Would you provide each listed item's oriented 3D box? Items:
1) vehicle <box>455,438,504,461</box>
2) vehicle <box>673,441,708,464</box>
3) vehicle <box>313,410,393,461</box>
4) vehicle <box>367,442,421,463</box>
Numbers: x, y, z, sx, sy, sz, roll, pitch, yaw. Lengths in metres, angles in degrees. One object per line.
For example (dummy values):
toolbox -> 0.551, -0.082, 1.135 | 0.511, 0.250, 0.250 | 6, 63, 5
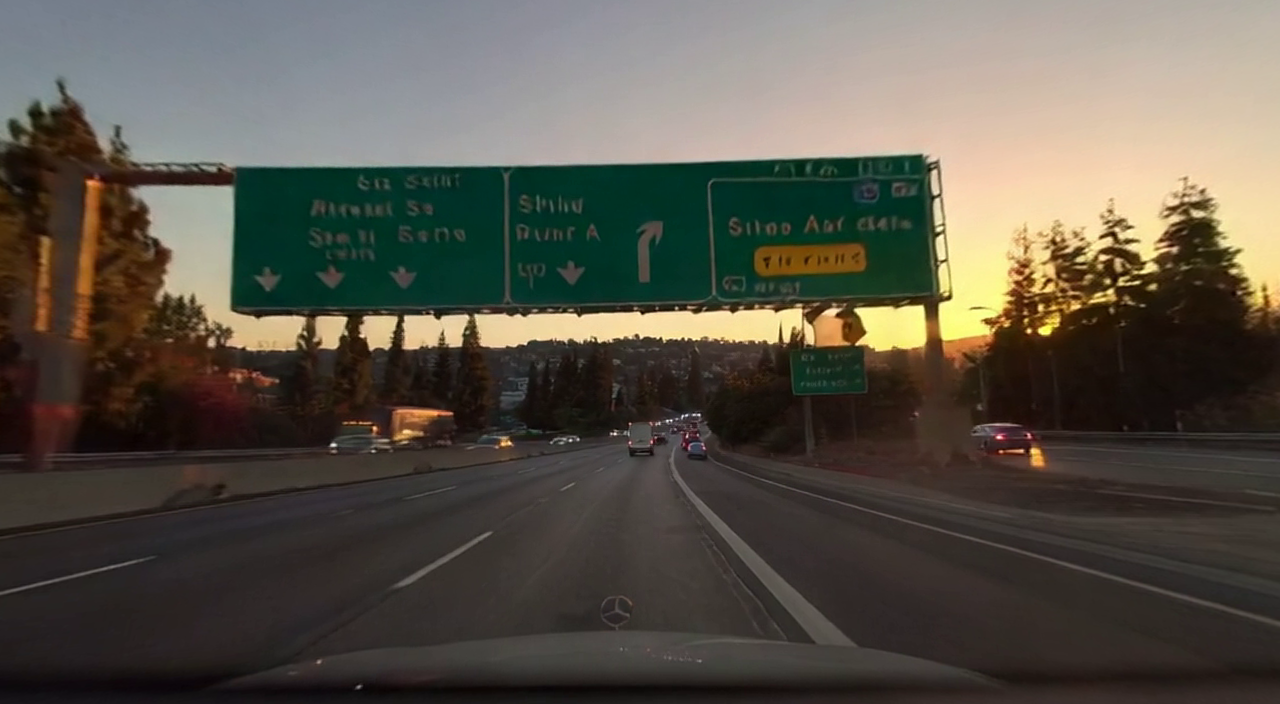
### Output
vehicle -> -11.905, 7.270, 47.195 | 2.189, 1.669, 4.753 | 0, -9, 2
vehicle -> 3.400, 6.808, 43.045 | 2.069, 1.476, 4.197 | 0, -9, 0
vehicle -> -22.156, 6.571, 49.132 | 3.004, 3.696, 6.102 | -1, -9, 3
vehicle -> -18.192, 7.413, 46.894 | 1.918, 1.464, 4.768 | -1, -9, 3
